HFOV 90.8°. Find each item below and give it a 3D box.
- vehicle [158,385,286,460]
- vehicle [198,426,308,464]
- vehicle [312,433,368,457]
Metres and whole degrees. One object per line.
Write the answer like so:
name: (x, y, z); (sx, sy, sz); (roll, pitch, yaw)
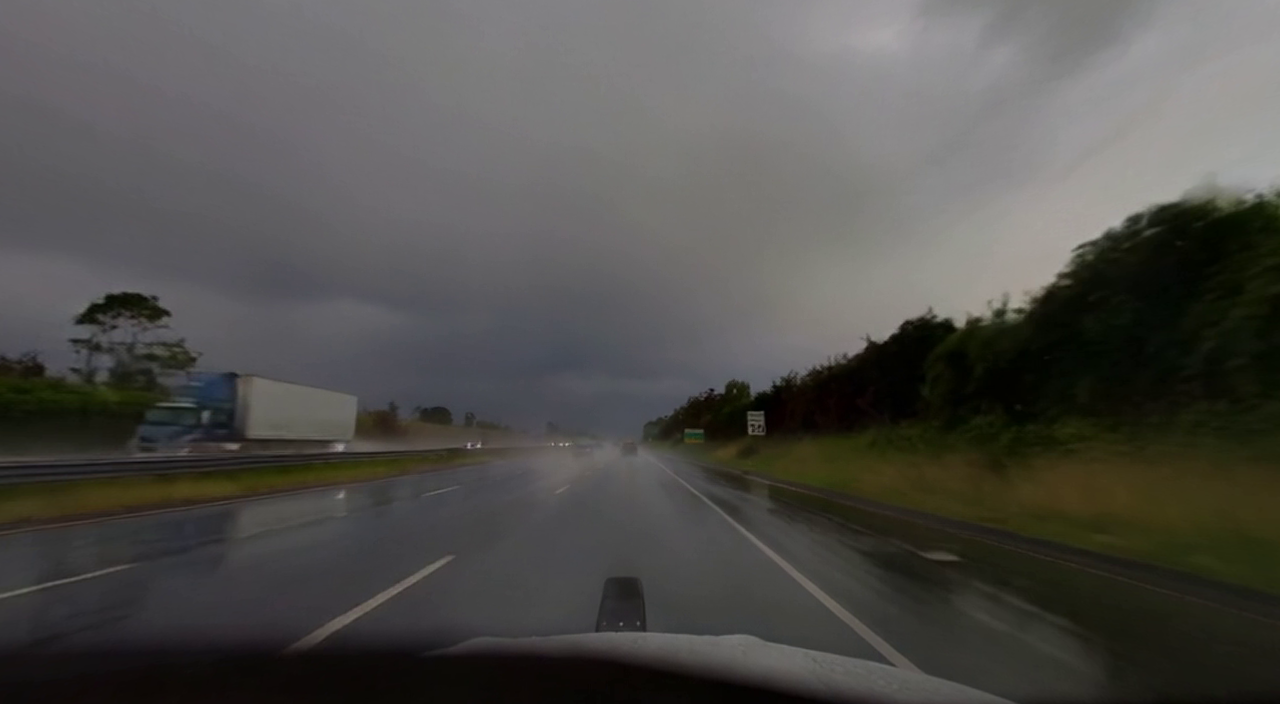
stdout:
vehicle: (-23.807, 4.209, 36.464); (3.000, 3.916, 6.299); (0, -9, -1)
vehicle: (-16.384, 3.999, 27.033); (1.890, 1.485, 4.491); (0, -9, -1)
vehicle: (-19.973, 6.238, 42.155); (1.881, 1.480, 3.938); (0, -9, -1)
